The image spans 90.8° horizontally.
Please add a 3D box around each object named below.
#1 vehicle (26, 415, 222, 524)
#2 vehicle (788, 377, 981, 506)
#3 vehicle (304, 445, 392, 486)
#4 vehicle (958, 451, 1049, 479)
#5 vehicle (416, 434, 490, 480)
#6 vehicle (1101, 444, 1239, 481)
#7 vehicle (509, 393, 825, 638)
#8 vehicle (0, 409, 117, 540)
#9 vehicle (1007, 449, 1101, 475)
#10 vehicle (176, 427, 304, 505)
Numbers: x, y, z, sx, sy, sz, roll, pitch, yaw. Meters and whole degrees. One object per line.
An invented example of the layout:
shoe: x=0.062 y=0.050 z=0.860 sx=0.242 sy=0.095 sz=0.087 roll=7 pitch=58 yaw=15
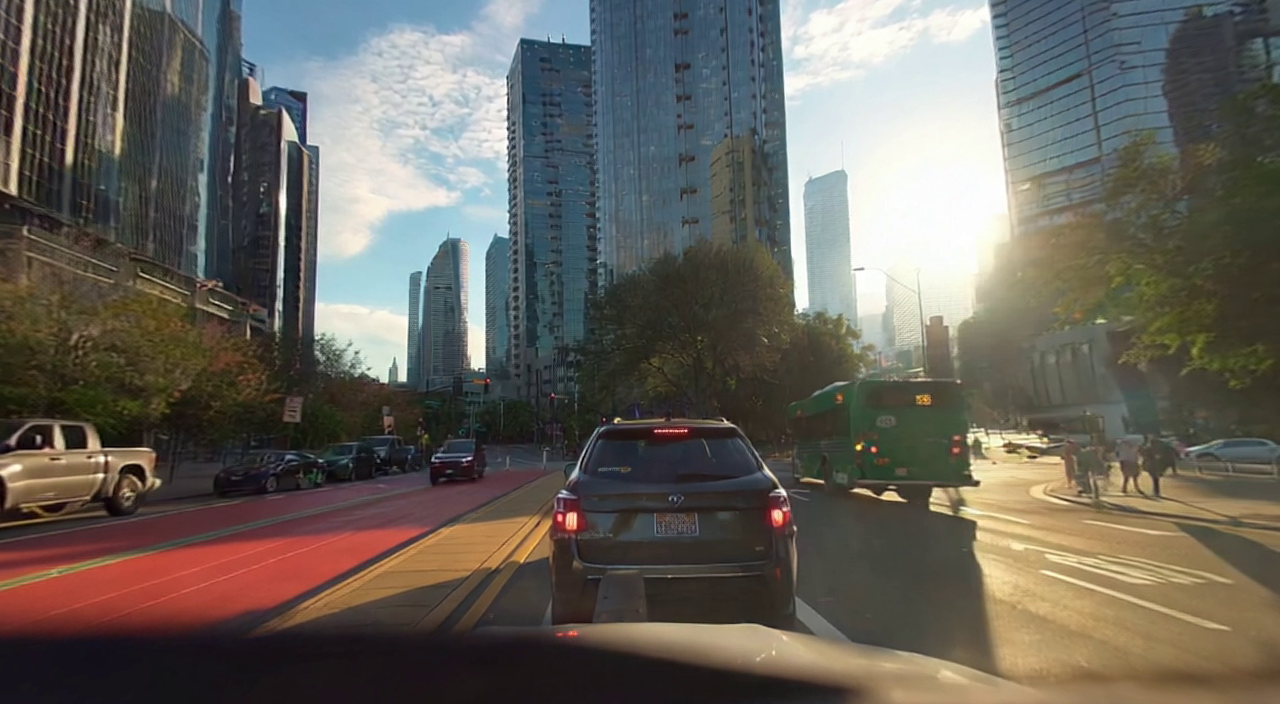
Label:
vehicle: x=-10.843 y=2.460 z=13.615 sx=1.482 sy=2.019 sz=3.297 roll=0 pitch=-9 yaw=-4
vehicle: x=6.876 y=2.735 z=19.351 sx=3.113 sy=3.116 sz=7.650 roll=0 pitch=-8 yaw=3
vehicle: x=-11.566 y=4.492 z=25.390 sx=1.791 sy=1.463 sz=4.210 roll=0 pitch=-9 yaw=-4
vehicle: x=23.897 y=7.408 z=41.567 sx=4.956 sy=1.706 sz=1.822 roll=-6 pitch=-10 yaw=33
vehicle: x=-7.934 y=4.503 z=27.369 sx=2.198 sy=1.779 sz=4.926 roll=1 pitch=-8 yaw=-6
vehicle: x=30.837 y=6.449 z=37.101 sx=5.890 sy=1.996 sz=2.155 roll=-6 pitch=-10 yaw=34
vehicle: x=0.214 y=1.448 z=6.555 sx=2.192 sy=1.695 sz=4.142 roll=0 pitch=-8 yaw=1
vehicle: x=-10.478 y=1.925 z=10.004 sx=1.543 sy=1.946 sz=3.454 roll=1 pitch=-9 yaw=-6
vehicle: x=28.083 y=7.434 z=42.956 sx=5.153 sy=1.626 sz=1.895 roll=-6 pitch=-10 yaw=34
vehicle: x=-11.196 y=3.183 z=17.998 sx=1.559 sy=1.973 sz=3.419 roll=1 pitch=-9 yaw=-5
